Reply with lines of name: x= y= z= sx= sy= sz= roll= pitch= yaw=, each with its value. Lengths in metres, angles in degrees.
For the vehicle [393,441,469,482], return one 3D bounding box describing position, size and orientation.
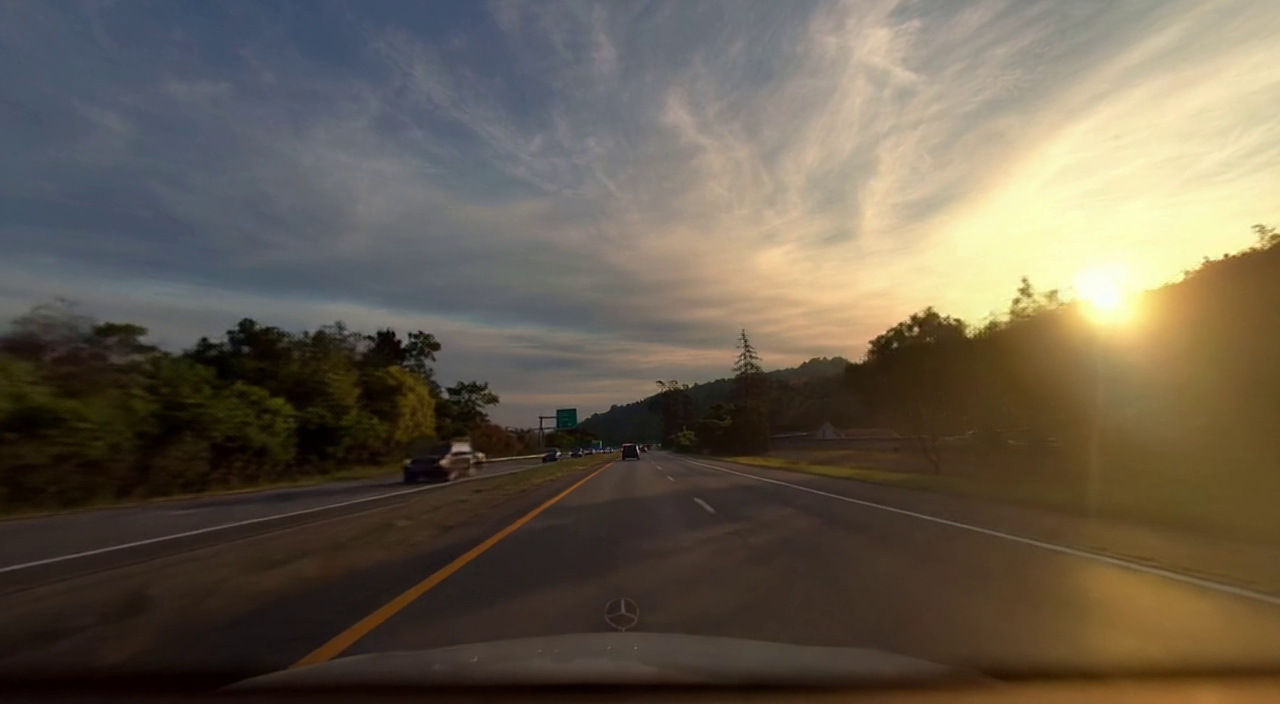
vehicle: x=-9.916 y=5.215 z=30.188 sx=2.060 sy=1.779 sz=4.631 roll=0 pitch=-9 yaw=0
